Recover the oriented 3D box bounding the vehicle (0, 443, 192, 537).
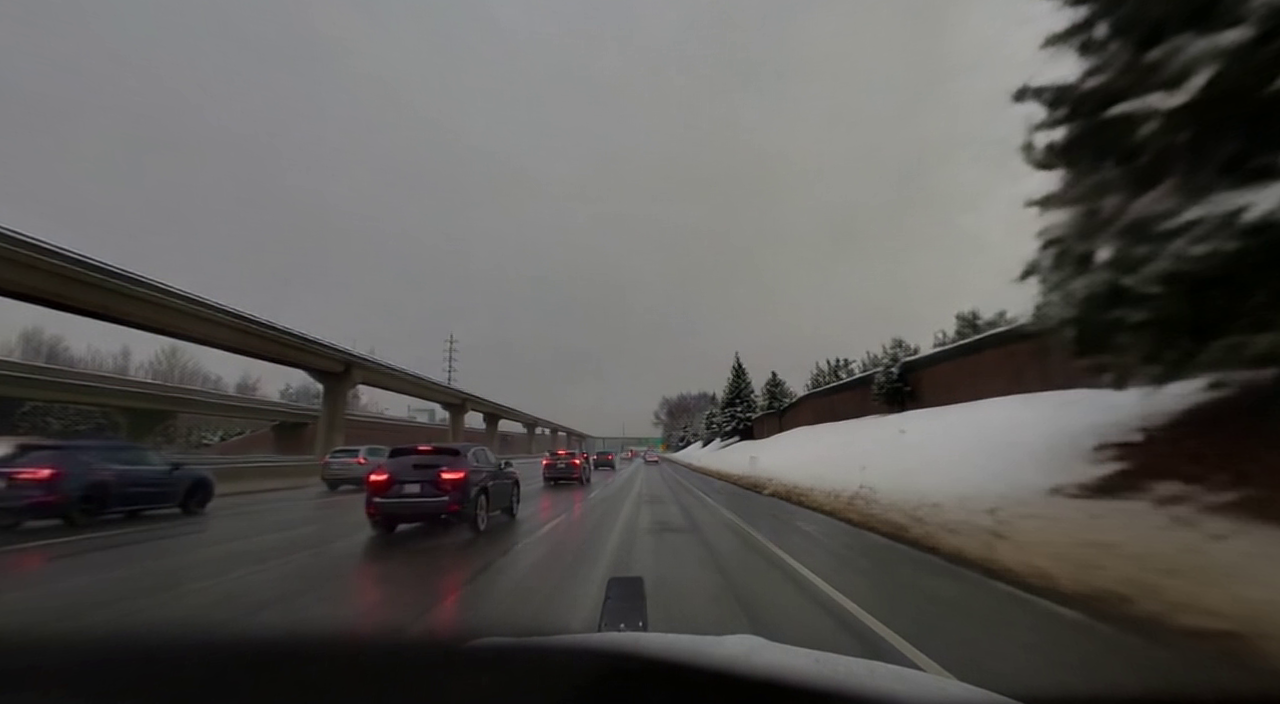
[{"bbox_3d":[-11.083,2.522,12.164,1.981,1.484,3.827,0,-8,1],"label":"vehicle"}]

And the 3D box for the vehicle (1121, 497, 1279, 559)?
[{"bbox_3d":[21.365,6.610,24.123,1.941,1.715,4.868,1,-8,-2],"label":"vehicle"}]

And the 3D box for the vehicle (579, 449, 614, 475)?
[{"bbox_3d":[-3.009,7.691,44.344,2.052,1.731,4.372,0,-8,2],"label":"vehicle"}]

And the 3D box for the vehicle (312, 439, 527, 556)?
[{"bbox_3d":[-3.281,2.226,10.444,1.939,1.511,4.246,0,-8,1],"label":"vehicle"}]

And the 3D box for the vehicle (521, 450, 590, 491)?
[{"bbox_3d":[-3.272,4.683,25.325,2.056,1.449,4.330,0,-8,2],"label":"vehicle"}]

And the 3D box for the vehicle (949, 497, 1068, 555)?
[{"bbox_3d":[13.065,6.151,22.639,1.853,1.586,3.727,1,-8,-3],"label":"vehicle"}]
